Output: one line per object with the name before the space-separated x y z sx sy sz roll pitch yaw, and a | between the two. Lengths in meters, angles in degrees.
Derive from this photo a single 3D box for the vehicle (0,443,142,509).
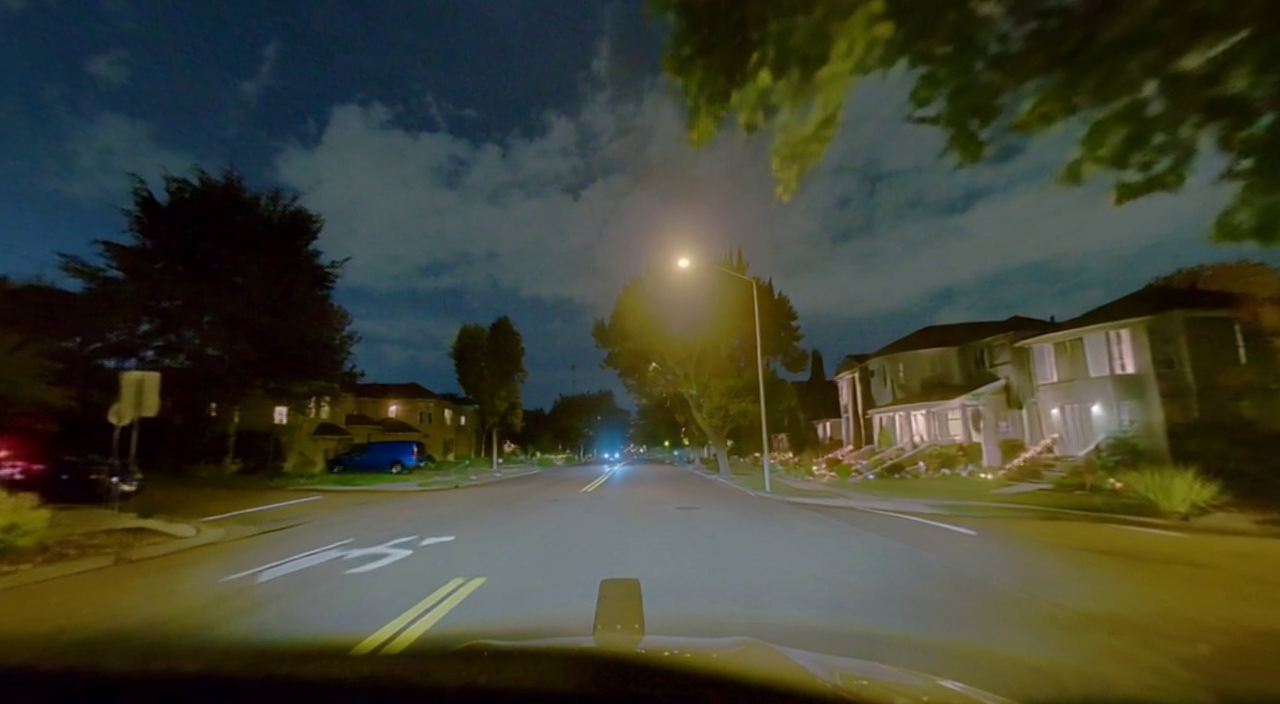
vehicle | -17.670 3.665 19.143 4.876 1.763 2.016 -4 -10 27

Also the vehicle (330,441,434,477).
vehicle | -14.041 5.842 34.708 2.145 1.839 4.837 -6 -10 33
